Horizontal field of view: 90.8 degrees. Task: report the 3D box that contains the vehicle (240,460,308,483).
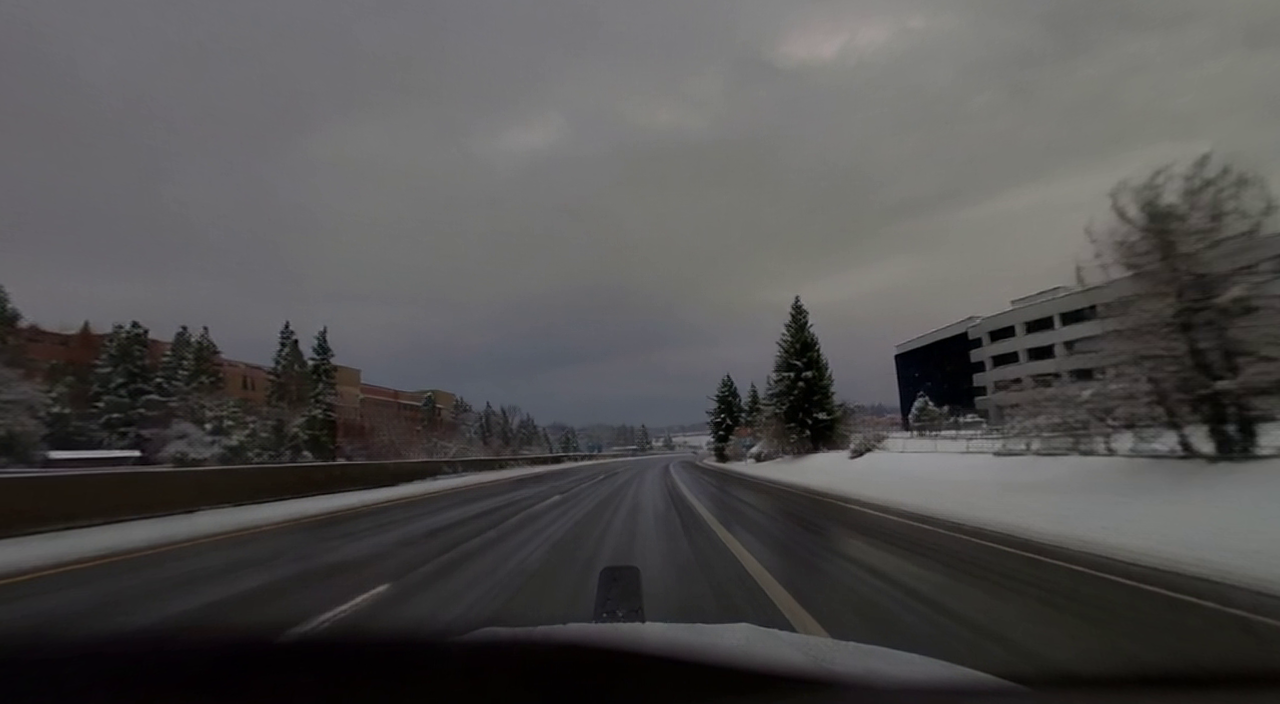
[{"bbox_3d":[-28.892,9.423,49.920,1.855,1.606,4.190,-5,-10,28],"label":"vehicle"}]
